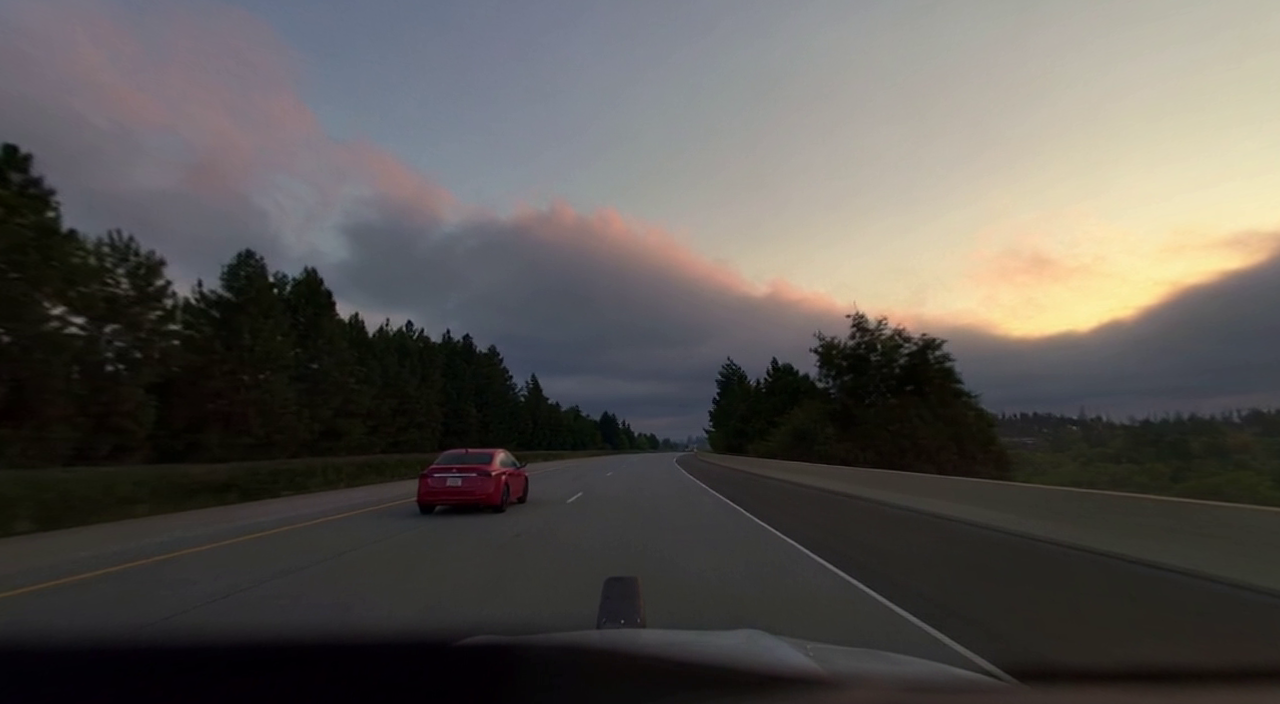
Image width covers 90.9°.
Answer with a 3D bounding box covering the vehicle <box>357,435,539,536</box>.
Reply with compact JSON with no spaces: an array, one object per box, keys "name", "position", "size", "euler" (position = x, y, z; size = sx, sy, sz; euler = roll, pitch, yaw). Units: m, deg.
[{"name":"vehicle","position":[-3.197,2.312,11.496],"size":[1.934,1.486,4.115],"euler":[0,-9,1]}]
